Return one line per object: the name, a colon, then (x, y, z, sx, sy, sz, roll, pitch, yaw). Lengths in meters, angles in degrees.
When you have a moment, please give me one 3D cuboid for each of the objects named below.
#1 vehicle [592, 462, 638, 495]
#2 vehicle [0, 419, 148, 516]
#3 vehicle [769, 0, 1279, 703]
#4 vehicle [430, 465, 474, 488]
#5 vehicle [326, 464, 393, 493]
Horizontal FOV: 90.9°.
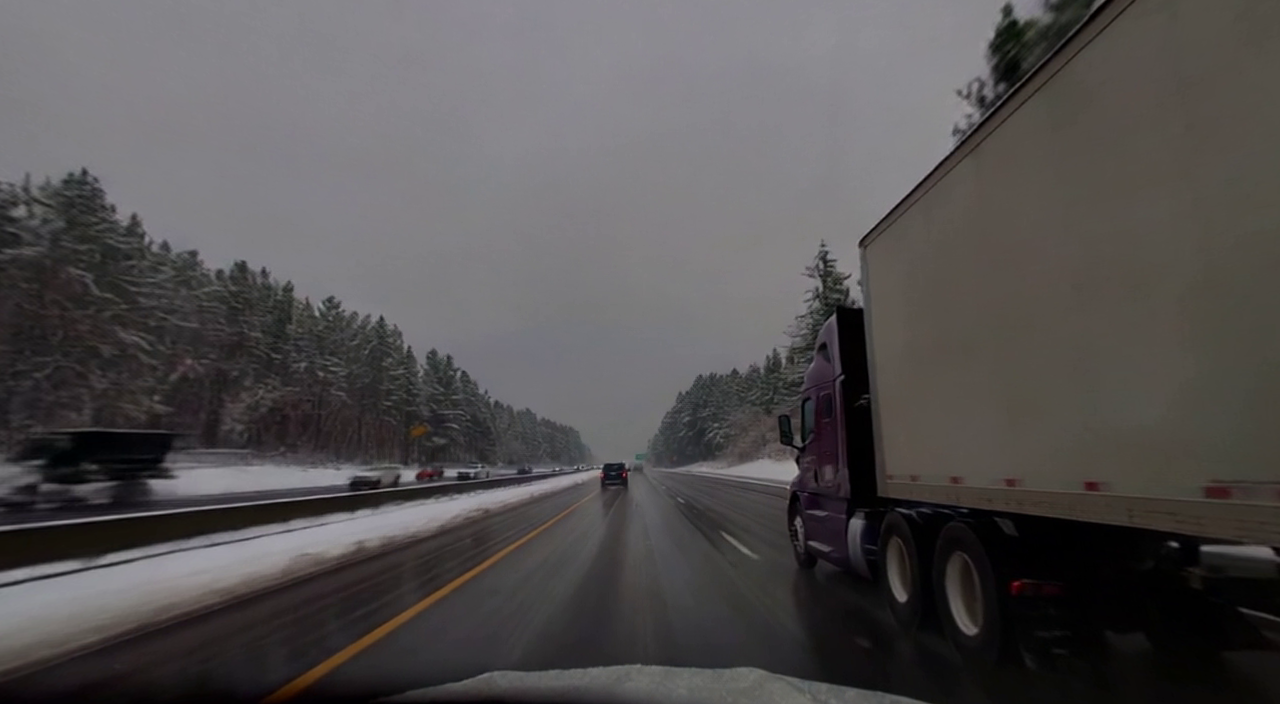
vehicle: (-1.133, 5.987, 29.932, 2.032, 1.407, 3.641, 1, -10, 0)
vehicle: (-20.974, 3.910, 21.363, 2.805, 2.910, 7.007, 1, -10, -1)
vehicle: (3.605, 0.174, 5.194, 3.019, 4.226, 9.221, 1, -10, 0)
vehicle: (-12.845, 8.534, 43.260, 1.819, 1.472, 4.085, 1, -10, -1)
vehicle: (-16.809, 7.608, 38.014, 2.036, 1.583, 4.433, 1, -10, -1)
